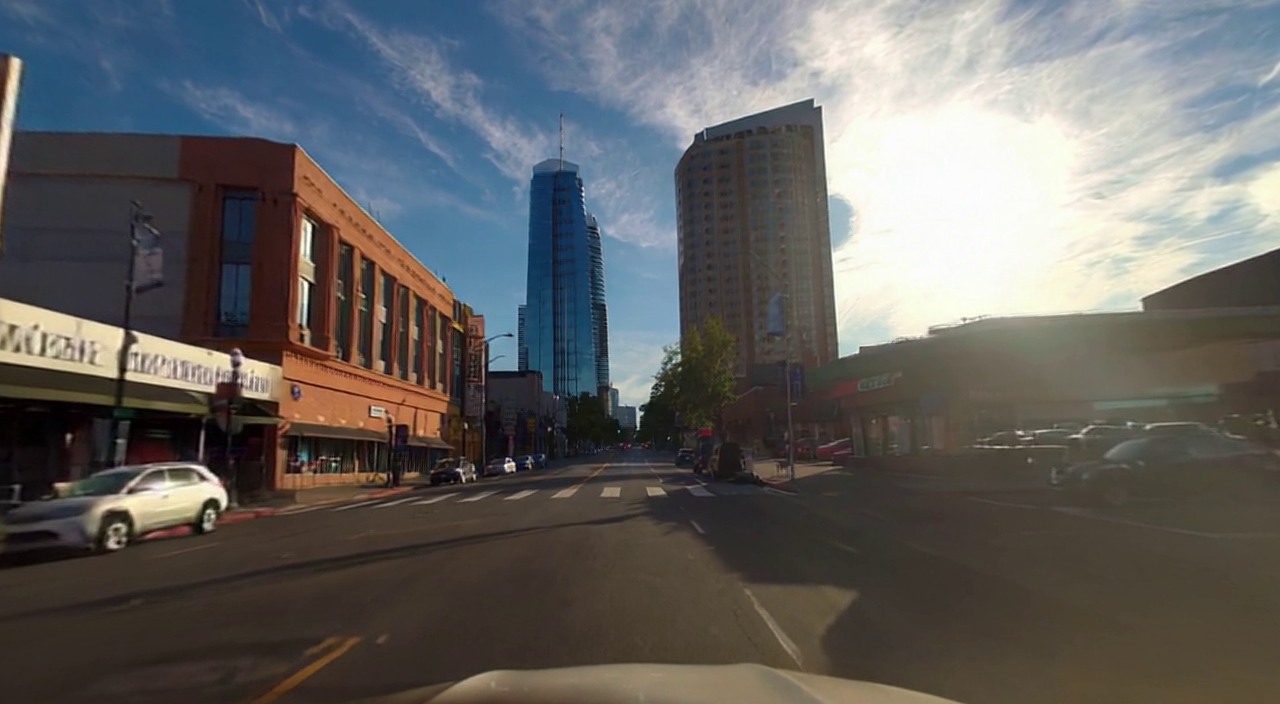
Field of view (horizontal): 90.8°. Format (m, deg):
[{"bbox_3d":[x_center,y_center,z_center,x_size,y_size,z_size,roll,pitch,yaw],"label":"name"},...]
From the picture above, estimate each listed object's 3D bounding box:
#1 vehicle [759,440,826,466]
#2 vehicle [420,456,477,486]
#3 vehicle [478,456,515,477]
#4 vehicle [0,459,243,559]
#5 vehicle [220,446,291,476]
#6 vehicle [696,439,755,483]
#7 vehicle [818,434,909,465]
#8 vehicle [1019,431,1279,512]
[{"bbox_3d":[10.360,6.885,43.156,4.018,1.645,1.875,1,-8,-5],"label":"vehicle"},{"bbox_3d":[-11.058,6.874,36.871,2.018,1.553,4.407,0,-8,-1],"label":"vehicle"},{"bbox_3d":[-11.017,8.799,48.835,1.861,1.473,4.633,0,-8,-1],"label":"vehicle"},{"bbox_3d":[-10.962,3.219,13.648,1.943,1.713,4.153,-1,-8,2],"label":"vehicle"},{"bbox_3d":[-22.587,6.369,37.276,1.778,1.639,4.019,0,-8,-3],"label":"vehicle"},{"bbox_3d":[3.745,4.869,28.604,2.118,1.779,5.121,0,-8,2],"label":"vehicle"},{"bbox_3d":[13.484,5.905,38.338,4.732,1.746,2.141,0,-8,1],"label":"vehicle"},{"bbox_3d":[10.698,2.391,12.934,4.611,1.494,1.982,0,-8,-3],"label":"vehicle"}]
